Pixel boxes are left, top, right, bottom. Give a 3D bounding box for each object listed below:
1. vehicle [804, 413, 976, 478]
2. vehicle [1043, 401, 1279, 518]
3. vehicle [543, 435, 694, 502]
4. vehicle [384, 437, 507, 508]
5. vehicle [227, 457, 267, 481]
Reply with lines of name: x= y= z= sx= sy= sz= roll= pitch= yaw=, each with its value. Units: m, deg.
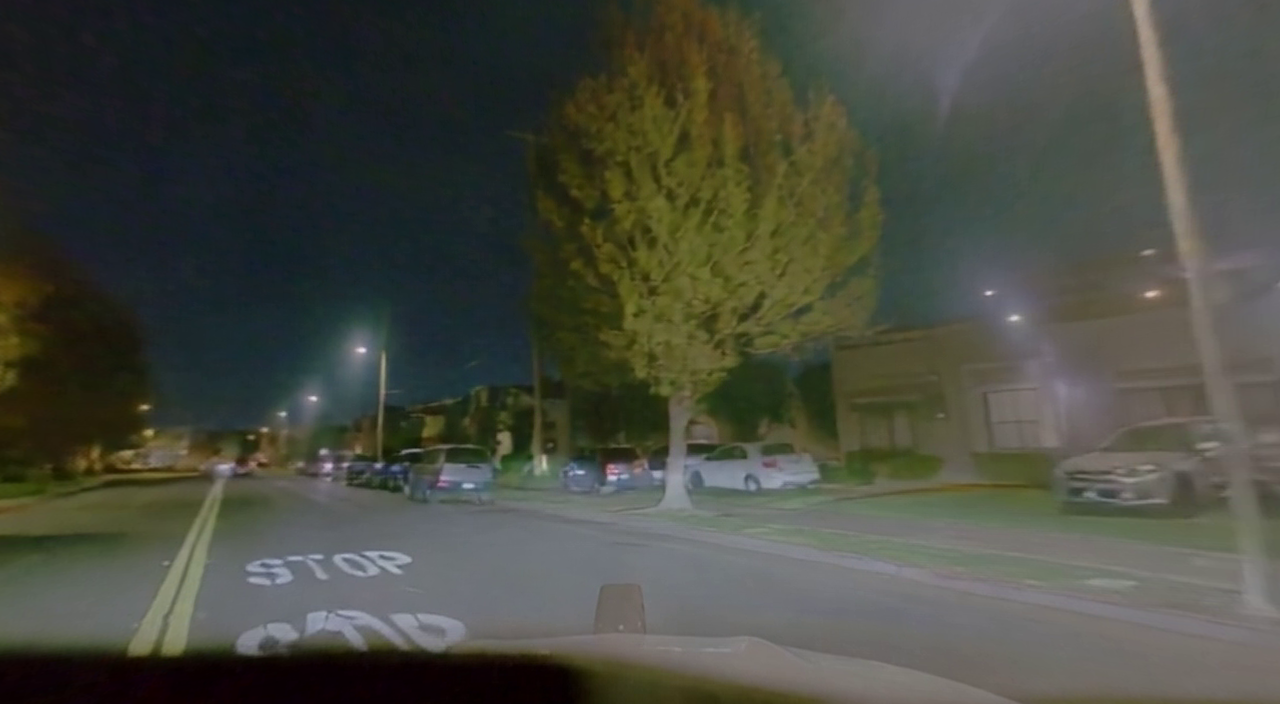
vehicle: x=14.048 y=5.418 z=36.486 sx=2.928 sy=3.230 sz=9.384 roll=5 pitch=-9 yaw=-30
vehicle: x=10.044 y=1.805 z=10.745 sx=1.959 sy=1.753 sz=4.778 roll=5 pitch=-10 yaw=-32
vehicle: x=-0.967 y=3.866 z=21.782 sx=2.282 sy=1.893 sz=6.027 roll=4 pitch=-8 yaw=-35
vehicle: x=-6.642 y=3.871 z=20.898 sx=2.292 sy=1.974 sz=5.853 roll=5 pitch=-10 yaw=-33
vehicle: x=-27.946 y=8.256 z=44.559 sx=2.010 sy=1.499 sz=4.107 roll=6 pitch=-10 yaw=-35
